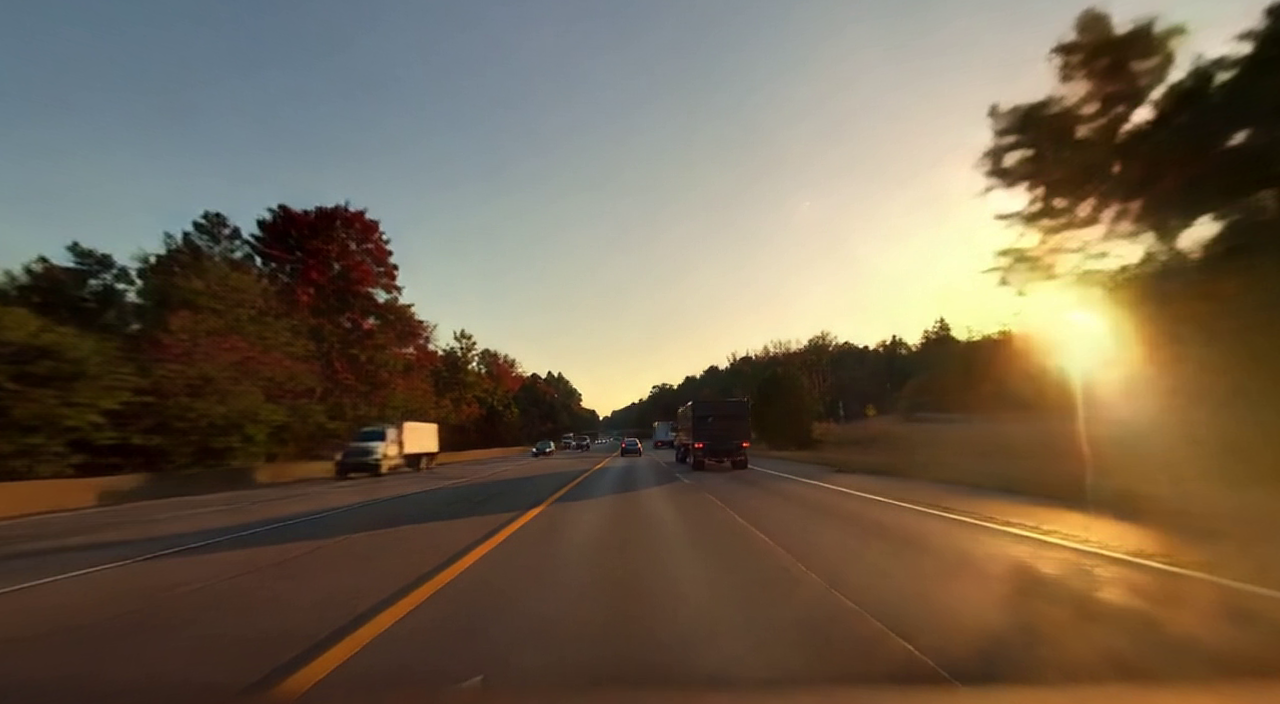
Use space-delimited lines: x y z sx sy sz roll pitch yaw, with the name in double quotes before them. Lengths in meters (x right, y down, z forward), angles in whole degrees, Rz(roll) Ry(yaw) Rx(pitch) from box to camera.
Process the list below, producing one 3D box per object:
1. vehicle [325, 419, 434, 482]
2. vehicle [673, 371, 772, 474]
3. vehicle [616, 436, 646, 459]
"vehicle" -12.475 4.755 30.886 2.443 2.697 6.997 0 -8 -1
"vehicle" 3.576 3.682 31.561 2.919 4.004 13.911 0 -8 -1
"vehicle" -0.678 7.233 47.920 2.192 1.623 4.887 0 -8 -1
